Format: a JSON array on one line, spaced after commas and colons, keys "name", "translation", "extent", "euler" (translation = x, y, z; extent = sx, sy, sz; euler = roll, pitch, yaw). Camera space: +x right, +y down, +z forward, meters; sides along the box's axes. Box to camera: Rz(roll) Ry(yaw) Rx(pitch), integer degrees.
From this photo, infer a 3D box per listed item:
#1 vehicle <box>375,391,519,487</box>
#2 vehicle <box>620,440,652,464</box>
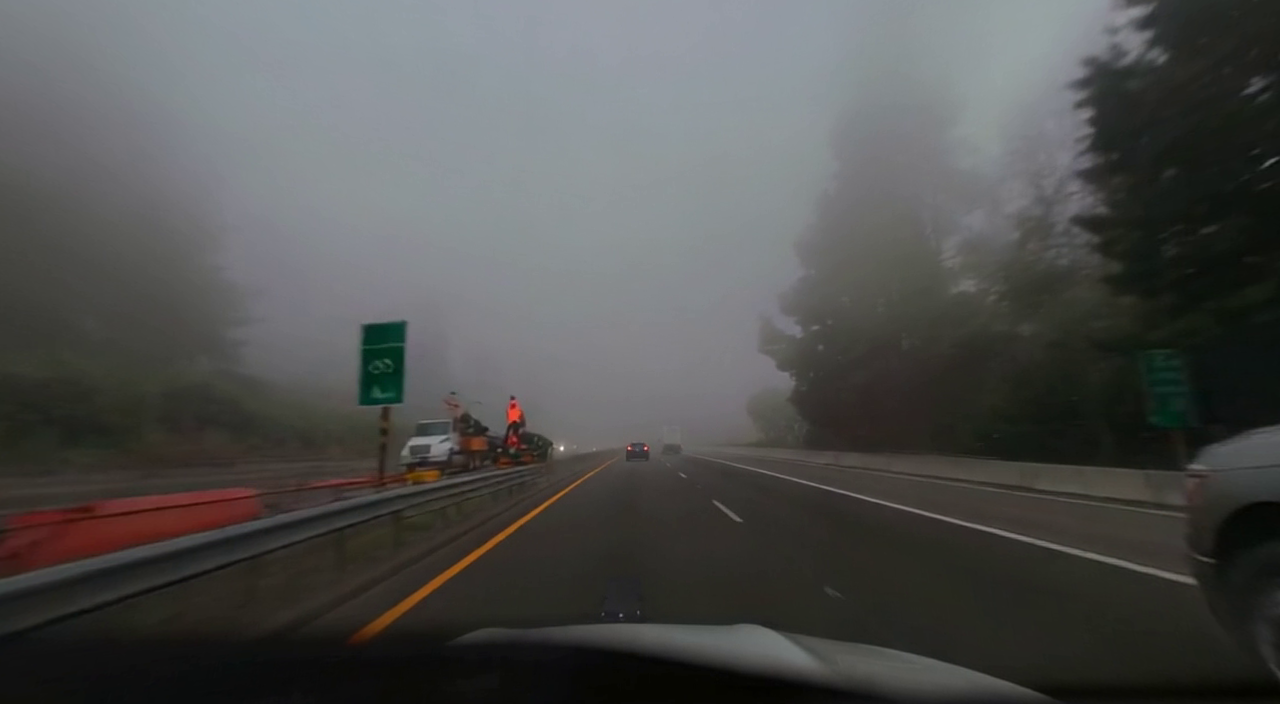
[{"name": "vehicle", "translation": [-8.154, 3.980, 28.448], "extent": [3.088, 3.551, 10.063], "euler": [0, -8, 1]}, {"name": "vehicle", "translation": [-0.261, 6.558, 41.150], "extent": [2.004, 1.472, 4.075], "euler": [0, -8, -1]}]
